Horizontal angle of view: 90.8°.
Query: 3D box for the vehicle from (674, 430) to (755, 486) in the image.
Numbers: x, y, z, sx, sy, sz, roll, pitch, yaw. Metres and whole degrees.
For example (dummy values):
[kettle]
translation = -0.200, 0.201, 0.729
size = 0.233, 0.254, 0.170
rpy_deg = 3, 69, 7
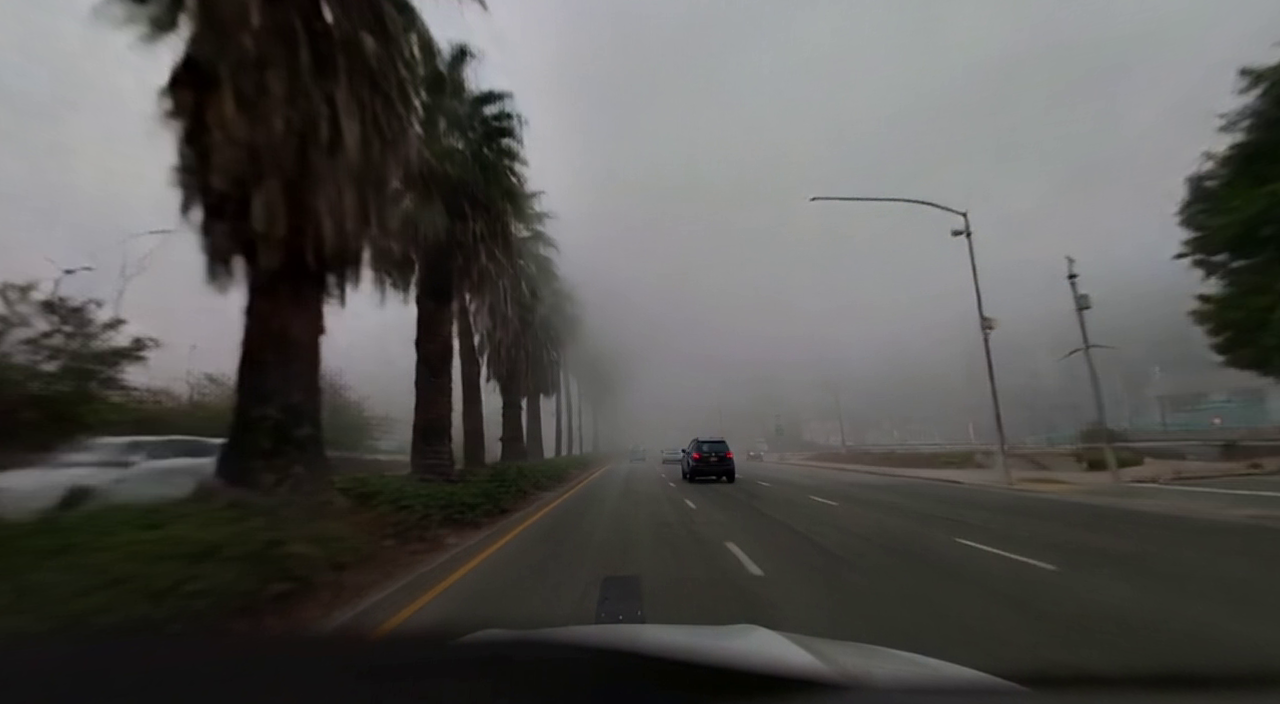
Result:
[vehicle]
translation = 2.856, 4.298, 25.858
size = 2.559, 2.017, 5.562
rpy_deg = 0, -9, -1
